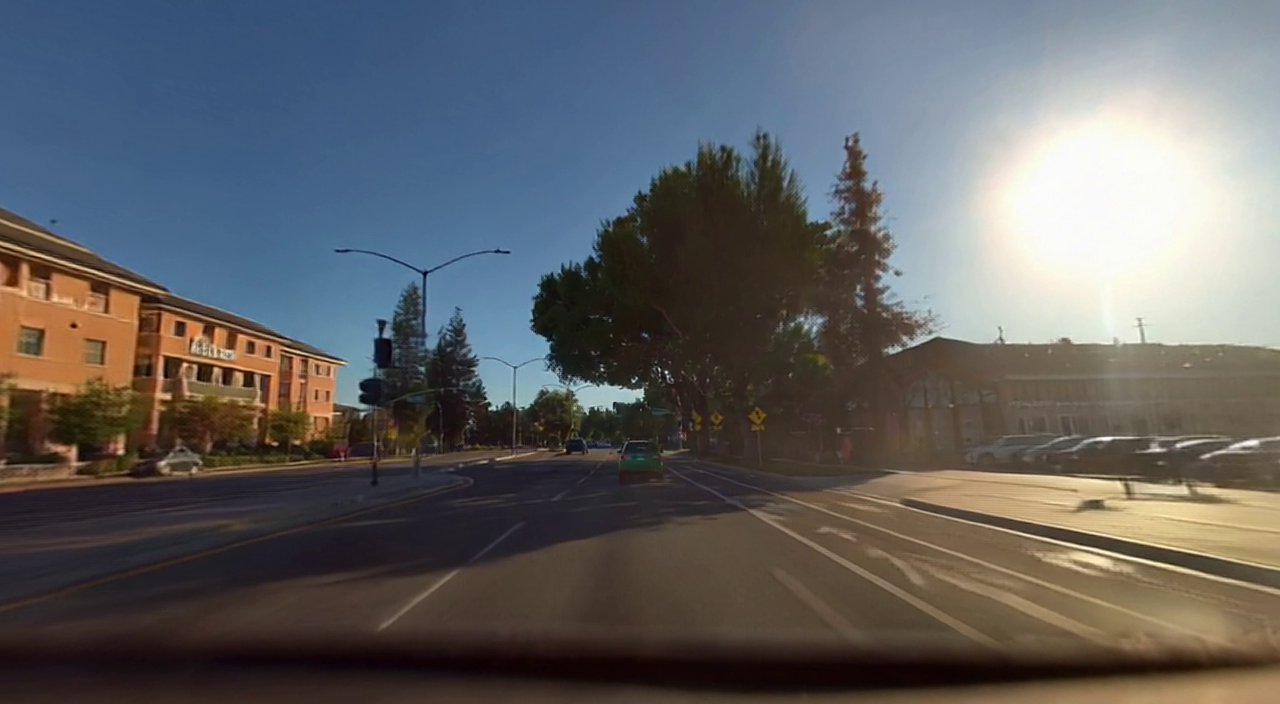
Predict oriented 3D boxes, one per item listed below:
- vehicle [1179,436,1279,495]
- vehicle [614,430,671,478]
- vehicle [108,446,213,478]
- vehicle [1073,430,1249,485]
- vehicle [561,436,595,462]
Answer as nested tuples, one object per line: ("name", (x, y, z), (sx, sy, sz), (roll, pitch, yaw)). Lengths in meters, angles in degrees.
("vehicle", (18.523, 3.201, 18.018), (4.358, 1.553, 2.063), (0, -9, -1))
("vehicle", (0.023, 4.442, 27.753), (2.273, 1.909, 5.075), (0, -9, -1))
("vehicle", (-26.315, 6.055, 34.901), (2.031, 1.622, 4.722), (0, -9, 0))
("vehicle", (18.540, 3.747, 22.639), (4.475, 1.838, 2.058), (0, -9, -3))
("vehicle", (-4.740, 7.519, 49.052), (2.202, 1.856, 4.516), (0, -9, 0))
